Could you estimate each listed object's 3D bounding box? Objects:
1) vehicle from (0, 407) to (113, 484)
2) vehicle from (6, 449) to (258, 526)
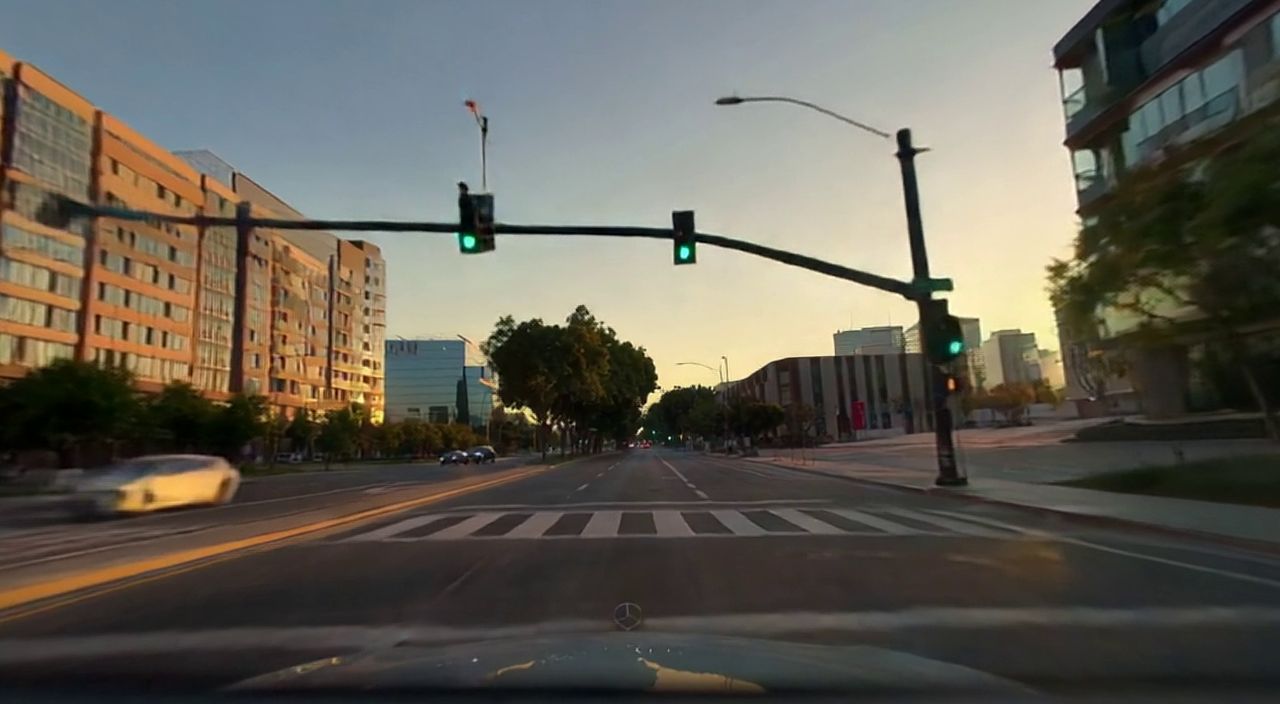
[{"bbox_3d":[-30.766,4.506,30.088,2.818,3.500,8.930,-1,-8,3],"label":"vehicle"},{"bbox_3d":[-11.356,3.018,14.622,2.058,1.453,4.580,0,-8,-1],"label":"vehicle"}]
